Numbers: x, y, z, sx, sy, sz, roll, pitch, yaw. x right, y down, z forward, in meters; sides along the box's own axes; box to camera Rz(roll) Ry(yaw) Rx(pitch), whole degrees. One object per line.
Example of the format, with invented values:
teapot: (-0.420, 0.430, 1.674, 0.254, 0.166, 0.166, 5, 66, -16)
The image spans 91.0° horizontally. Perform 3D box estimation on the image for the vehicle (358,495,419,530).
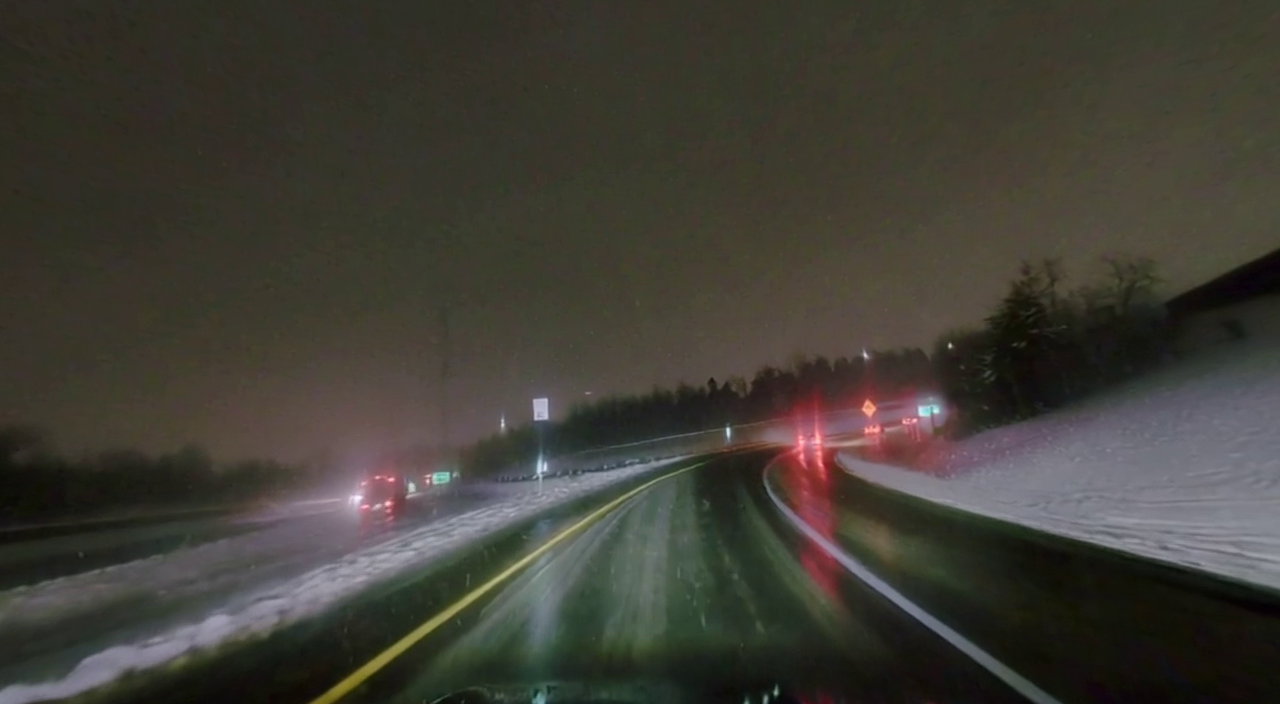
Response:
vehicle: (-19.146, 12.243, 47.981, 3.746, 2.325, 2.109, -4, -9, 10)
